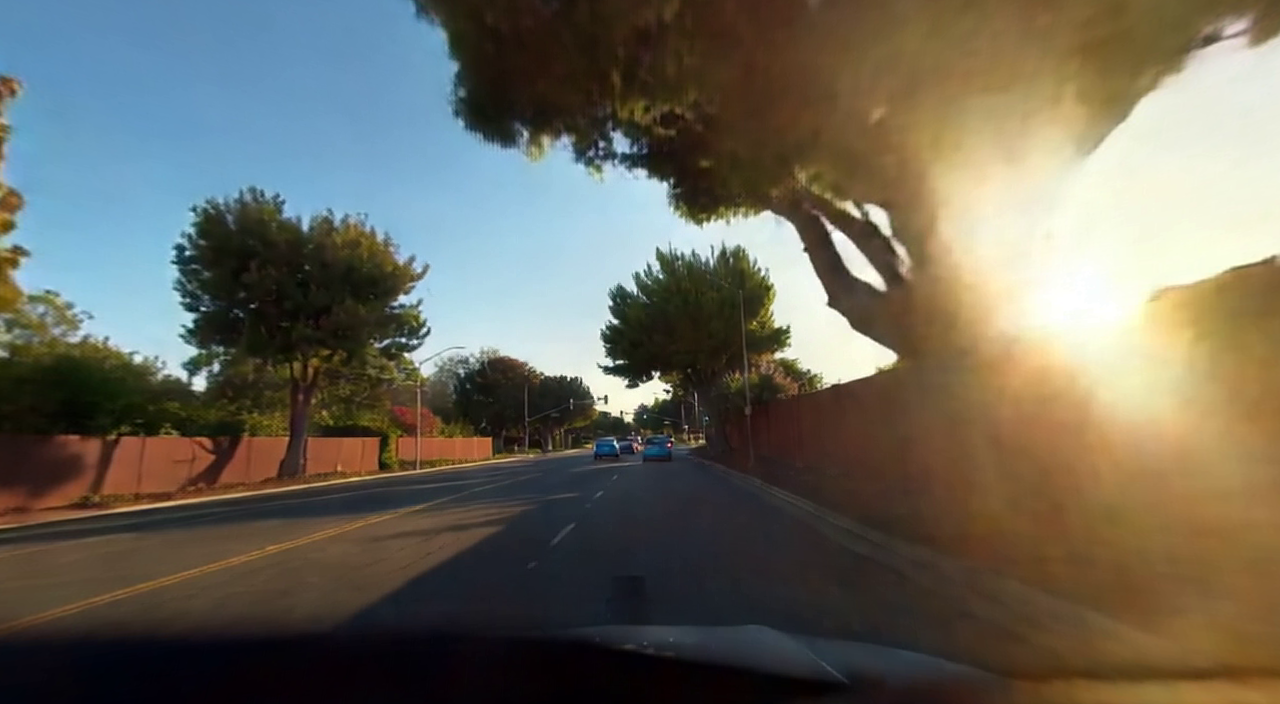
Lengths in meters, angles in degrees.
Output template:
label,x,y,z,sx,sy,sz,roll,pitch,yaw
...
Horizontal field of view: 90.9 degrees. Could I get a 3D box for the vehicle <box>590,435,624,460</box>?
label,x,y,z,sx,sy,sz,roll,pitch,yaw
vehicle,-2.400,7.110,46.940,2.190,1.766,4.394,0,-9,1

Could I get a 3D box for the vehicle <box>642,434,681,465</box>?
label,x,y,z,sx,sy,sz,roll,pitch,yaw
vehicle,1.211,5.687,36.853,2.127,1.665,3.993,0,-9,0
